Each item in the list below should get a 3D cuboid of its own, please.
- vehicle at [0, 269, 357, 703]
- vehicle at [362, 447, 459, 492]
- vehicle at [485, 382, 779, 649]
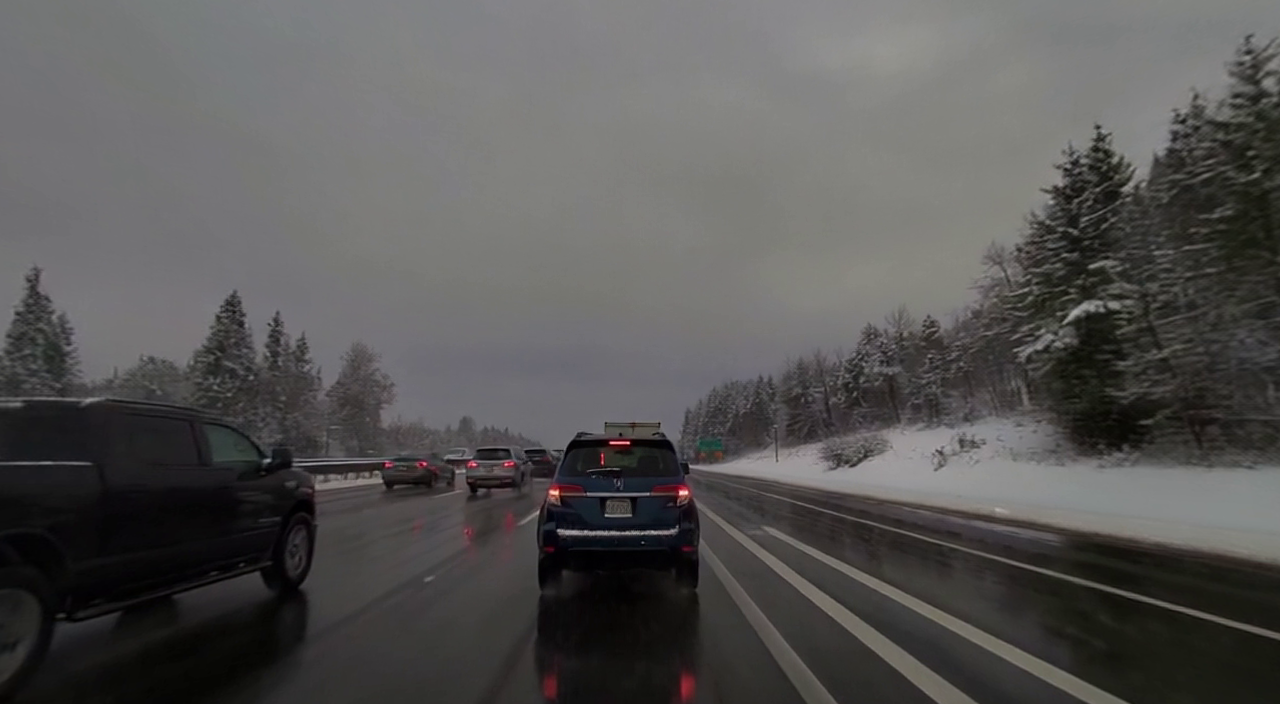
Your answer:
[{"bbox_3d":[-3.939,0.894,4.014,2.055,2.144,4.782,0,-9,0],"label":"vehicle"},{"bbox_3d":[-8.265,4.255,23.230,1.874,1.470,4.576,0,-9,0],"label":"vehicle"},{"bbox_3d":[-0.089,1.369,6.081,1.995,1.798,3.380,0,-9,-1],"label":"vehicle"}]
